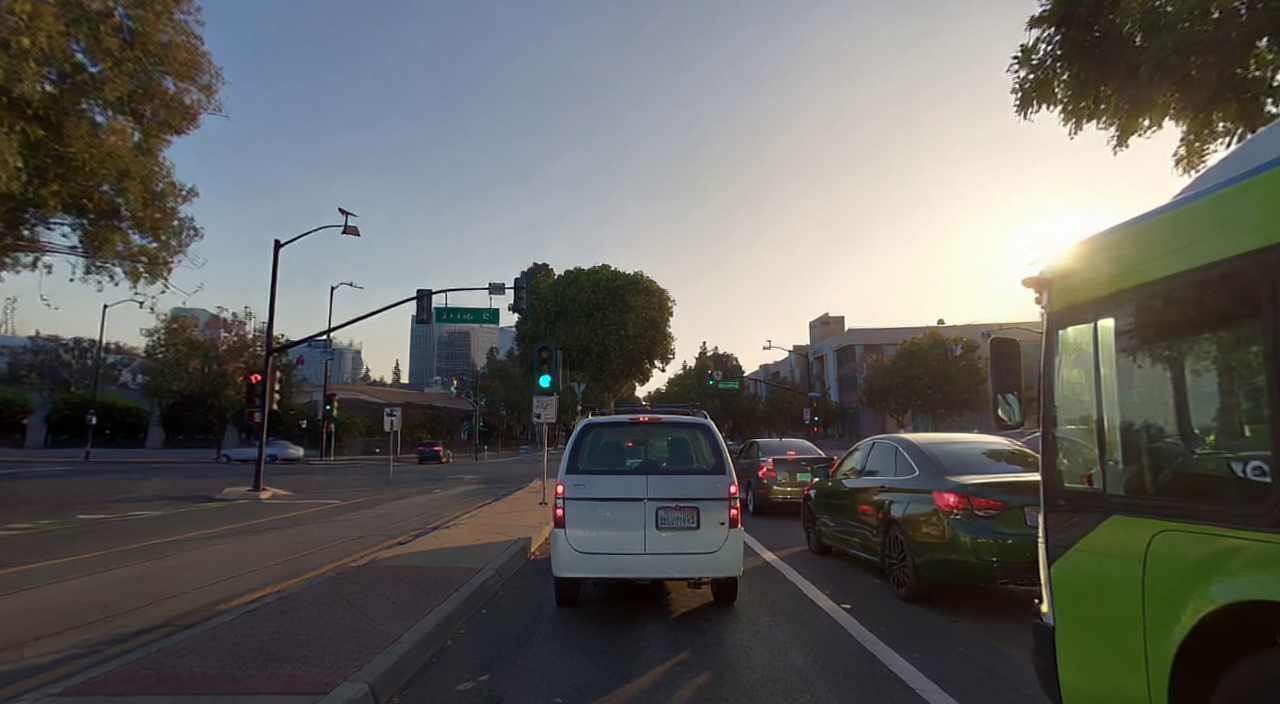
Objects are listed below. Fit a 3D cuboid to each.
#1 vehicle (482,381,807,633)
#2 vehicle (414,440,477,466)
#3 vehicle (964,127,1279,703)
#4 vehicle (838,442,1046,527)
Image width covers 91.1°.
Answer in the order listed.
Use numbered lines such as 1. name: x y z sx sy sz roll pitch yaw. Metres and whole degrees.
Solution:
1. vehicle: 0.004 1.474 7.001 2.381 1.842 4.603 0 -8 -1
2. vehicle: -13.556 7.060 43.963 1.924 1.720 4.097 -4 -9 23
3. vehicle: 2.609 0.316 0.421 2.037 2.065 5.037 0 -8 0
4. vehicle: 5.967 2.637 13.222 1.987 1.457 4.675 0 -8 -1
